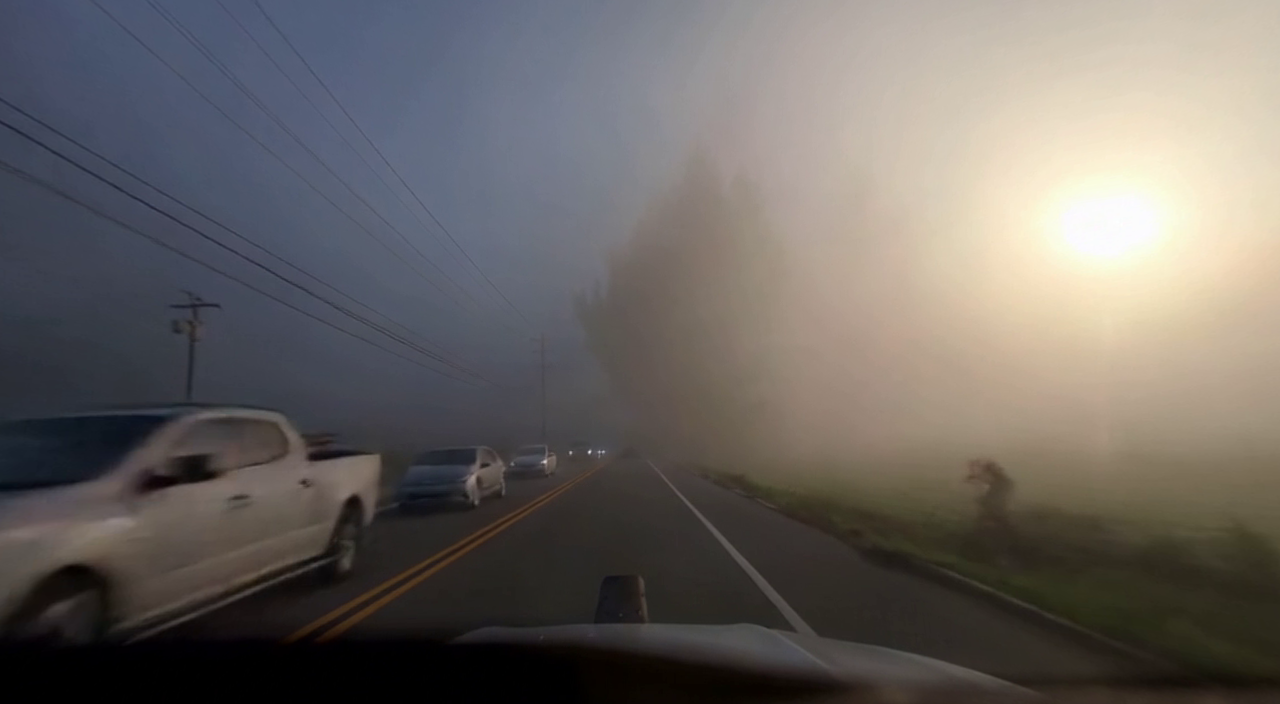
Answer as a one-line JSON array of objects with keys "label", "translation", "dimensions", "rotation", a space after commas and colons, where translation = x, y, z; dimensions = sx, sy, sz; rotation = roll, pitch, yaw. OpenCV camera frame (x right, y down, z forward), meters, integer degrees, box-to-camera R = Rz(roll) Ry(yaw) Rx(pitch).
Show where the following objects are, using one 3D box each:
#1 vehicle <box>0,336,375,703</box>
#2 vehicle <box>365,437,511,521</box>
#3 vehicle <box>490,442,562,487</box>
[{"label": "vehicle", "translation": [-4.151, 1.213, 4.963], "dimensions": [2.261, 1.901, 4.549], "rotation": [-3, -8, -1]}, {"label": "vehicle", "translation": [-4.679, 2.960, 15.527], "dimensions": [2.153, 1.630, 4.822], "rotation": [-2, -8, -2]}, {"label": "vehicle", "translation": [-4.738, 4.717, 27.007], "dimensions": [2.224, 1.612, 4.927], "rotation": [-3, -8, -1]}]
